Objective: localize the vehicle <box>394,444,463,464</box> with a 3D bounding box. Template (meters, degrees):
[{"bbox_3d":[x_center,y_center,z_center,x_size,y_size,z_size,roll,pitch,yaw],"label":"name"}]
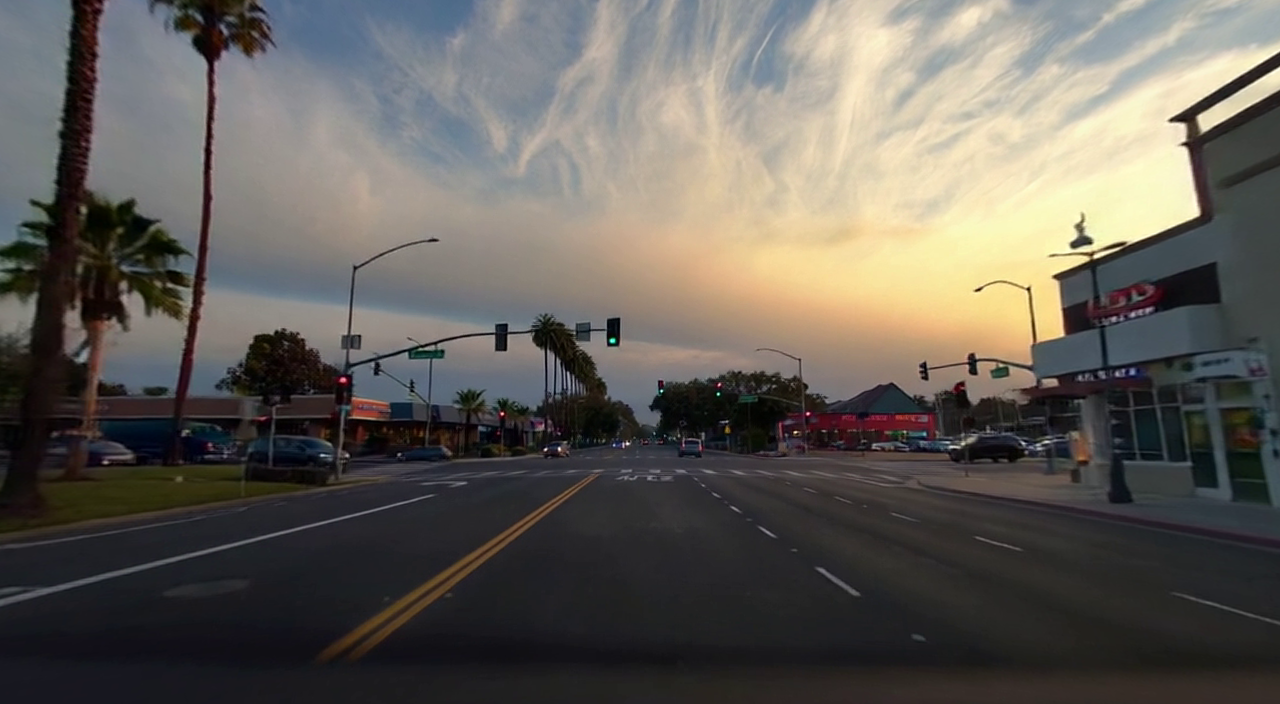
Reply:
[{"bbox_3d":[-16.305,7.869,48.572,4.791,1.487,2.002,4,-10,-27],"label":"vehicle"}]

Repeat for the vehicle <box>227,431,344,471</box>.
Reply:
[{"bbox_3d":[-19.020,5.351,33.978,4.901,2.064,2.296,0,-8,0],"label":"vehicle"}]

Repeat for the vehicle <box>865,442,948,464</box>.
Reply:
[{"bbox_3d":[18.891,7.191,44.801,4.977,1.508,1.948,0,-9,0],"label":"vehicle"}]

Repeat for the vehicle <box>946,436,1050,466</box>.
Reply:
[{"bbox_3d":[23.355,6.448,41.187,5.509,1.873,2.123,0,-9,-2],"label":"vehicle"}]

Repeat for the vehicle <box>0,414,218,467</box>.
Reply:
[{"bbox_3d":[-35.490,5.844,41.745,12.726,3.308,3.114,0,-7,0],"label":"vehicle"}]

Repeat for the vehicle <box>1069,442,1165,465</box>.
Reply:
[{"bbox_3d":[31.283,6.664,41.361,4.701,1.463,1.989,0,-9,-2],"label":"vehicle"}]

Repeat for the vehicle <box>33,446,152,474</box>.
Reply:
[{"bbox_3d":[-29.456,5.827,33.977,4.538,1.446,2.028,0,-8,1],"label":"vehicle"}]

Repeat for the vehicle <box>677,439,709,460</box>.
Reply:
[{"bbox_3d":[4.009,7.489,48.241,2.065,1.507,4.225,0,-8,-1],"label":"vehicle"}]
